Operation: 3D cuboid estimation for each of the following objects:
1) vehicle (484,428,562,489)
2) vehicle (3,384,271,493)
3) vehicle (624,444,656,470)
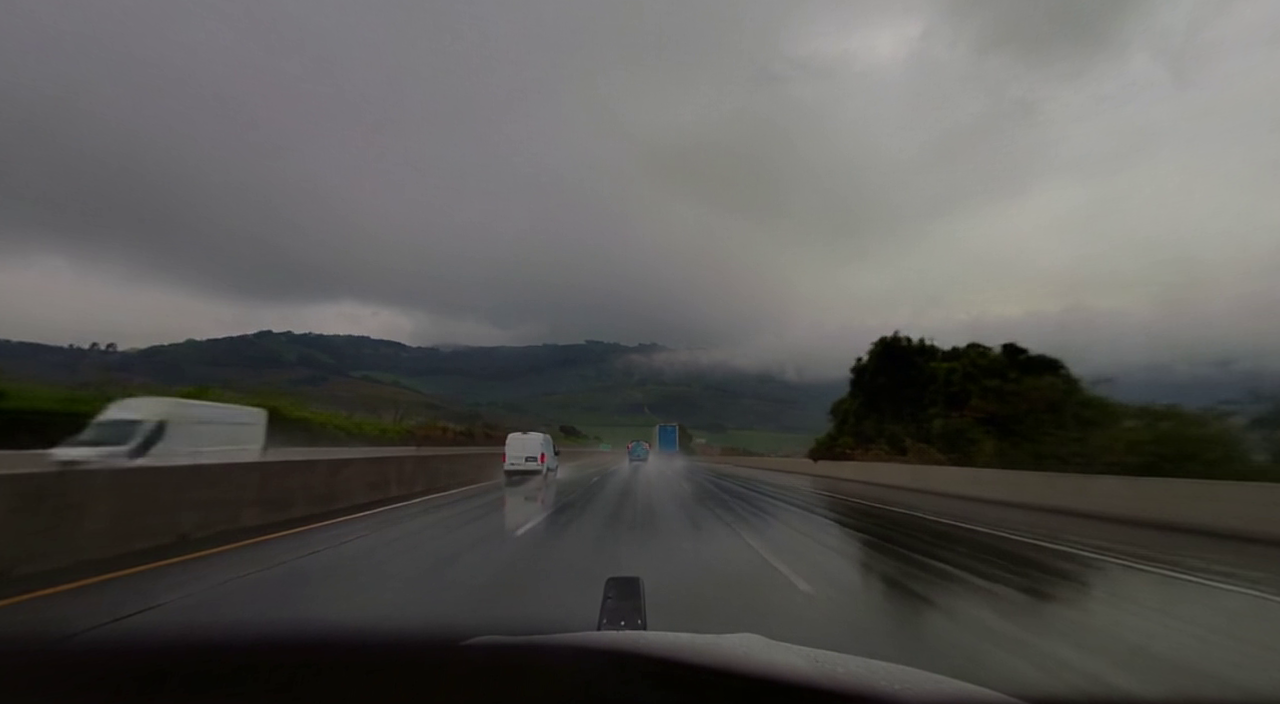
[{"bbox_3d":[-4.166,3.906,23.309,1.955,2.004,4.792,0,-9,0],"label":"vehicle"},{"bbox_3d":[-19.423,3.601,25.647,2.958,3.583,9.528,0,-9,0],"label":"vehicle"},{"bbox_3d":[0.004,7.461,45.009,2.166,1.747,4.299,0,-9,0],"label":"vehicle"}]
